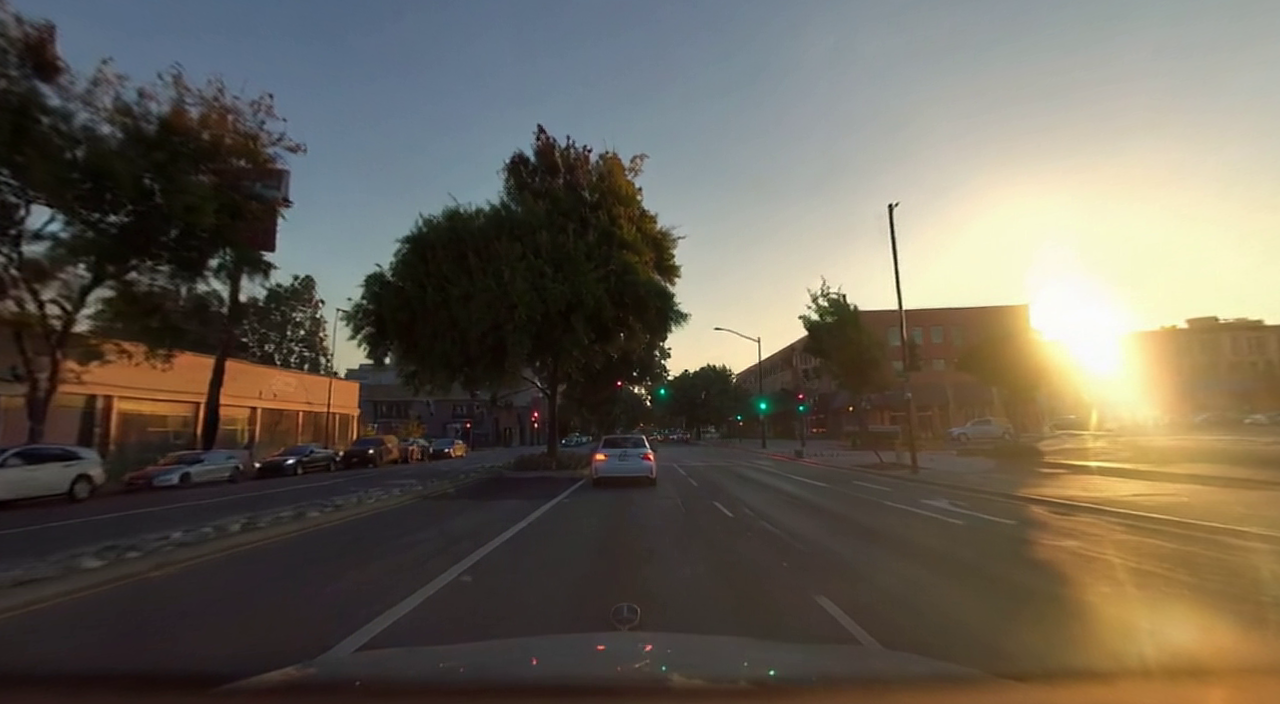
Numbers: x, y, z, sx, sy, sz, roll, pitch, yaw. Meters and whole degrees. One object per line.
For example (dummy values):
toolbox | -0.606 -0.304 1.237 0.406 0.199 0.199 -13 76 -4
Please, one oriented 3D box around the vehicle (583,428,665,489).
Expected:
vehicle | -0.389 2.923 17.640 2.045 1.510 3.690 0 -8 0

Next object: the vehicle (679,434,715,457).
vehicle | 3.736 6.259 42.281 2.122 1.454 4.271 0 -8 1

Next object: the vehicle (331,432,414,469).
vehicle | -15.414 5.710 36.846 2.250 1.981 5.861 0 -8 0

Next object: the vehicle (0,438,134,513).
vehicle | -15.522 2.979 15.529 2.130 1.692 4.734 0 -8 2

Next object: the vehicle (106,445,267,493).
vehicle | -15.668 4.024 22.267 1.931 1.455 5.023 0 -8 0

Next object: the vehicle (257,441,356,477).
vehicle | -15.594 4.997 29.847 2.131 1.560 4.563 0 -8 1
